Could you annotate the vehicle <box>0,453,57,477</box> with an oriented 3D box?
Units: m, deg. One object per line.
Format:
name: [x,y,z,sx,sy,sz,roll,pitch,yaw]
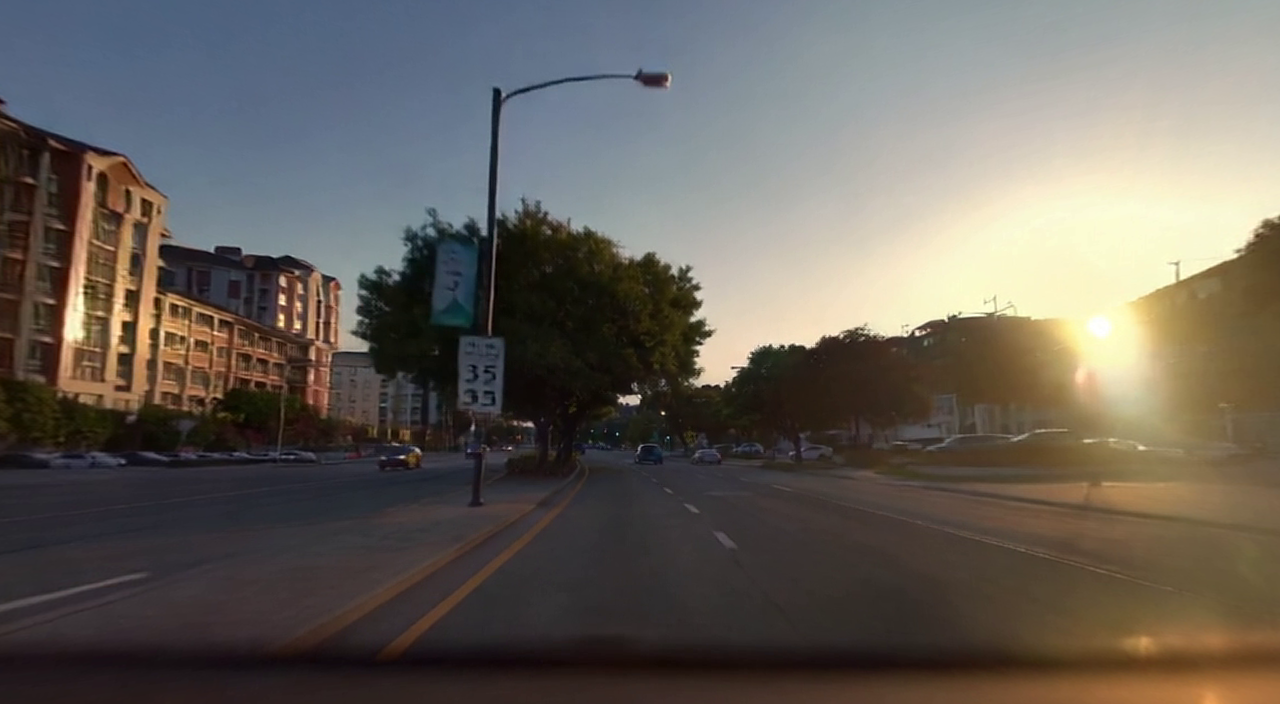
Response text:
vehicle: [-40.115,7.145,40.218,1.789,1.445,4.752,0,-9,-5]

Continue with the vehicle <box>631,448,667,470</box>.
vehicle: [0.544,7.563,44.943,2.020,1.479,4.650,1,-9,-6]

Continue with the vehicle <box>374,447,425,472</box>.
vehicle: [-15.418,6.881,40.737,1.915,1.483,4.210,0,-9,-5]

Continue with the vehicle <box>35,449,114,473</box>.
vehicle: [-40.694,7.833,45.616,1.847,1.627,4.481,1,-9,-6]

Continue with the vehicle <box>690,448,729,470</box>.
vehicle: [4.867,7.582,44.854,1.932,1.439,4.159,1,-9,-6]
